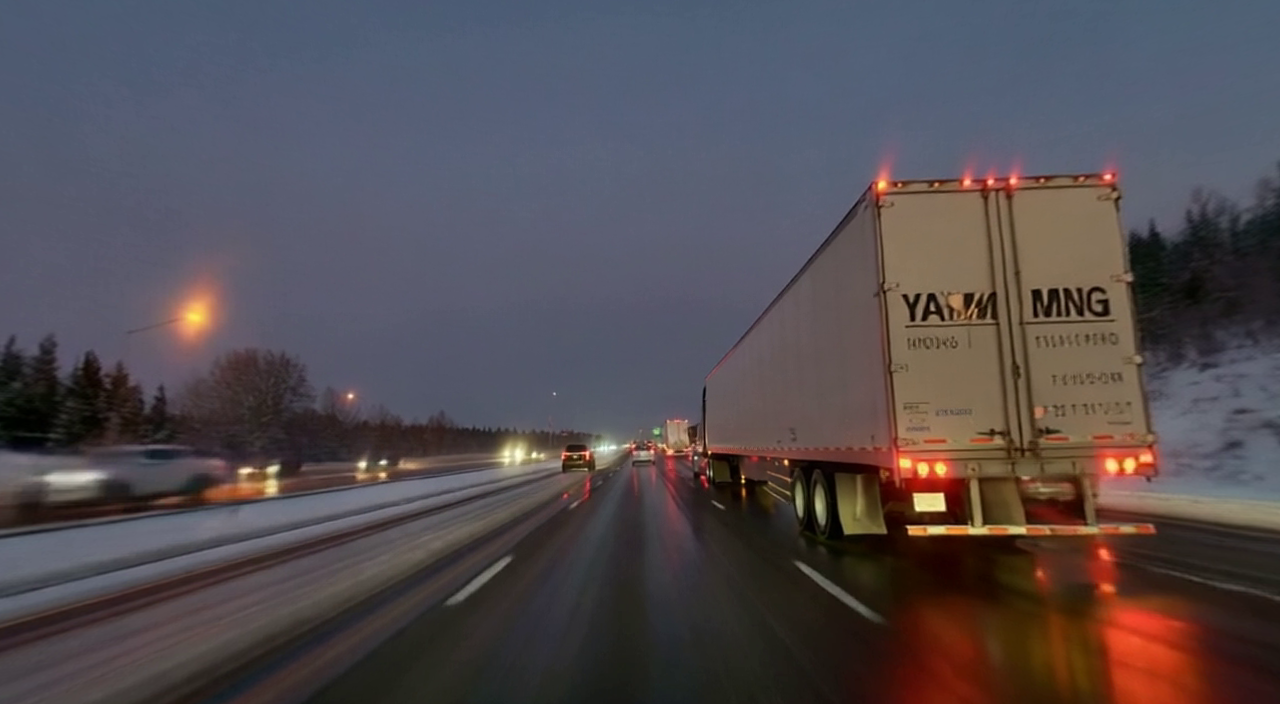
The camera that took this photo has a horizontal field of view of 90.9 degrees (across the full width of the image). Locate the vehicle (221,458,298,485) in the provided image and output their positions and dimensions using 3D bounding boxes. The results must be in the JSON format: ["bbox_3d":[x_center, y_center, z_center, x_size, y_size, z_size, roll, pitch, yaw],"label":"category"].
[{"bbox_3d":[-23.486,7.388,39.146,1.859,1.484,4.695,0,-9,0],"label":"vehicle"}]

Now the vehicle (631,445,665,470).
[{"bbox_3d":[0.466,6.704,40.255,2.063,1.469,4.208,0,-9,0],"label":"vehicle"}]

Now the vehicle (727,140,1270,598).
[{"bbox_3d":[3.906,0.983,11.809,2.821,4.077,12.562,0,-9,0],"label":"vehicle"}]

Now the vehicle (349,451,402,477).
[{"bbox_3d":[-19.154,8.085,45.844,1.897,1.729,4.321,0,-9,1],"label":"vehicle"}]

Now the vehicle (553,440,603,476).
[{"bbox_3d":[-3.097,5.386,32.275,2.058,1.711,4.226,0,-9,1],"label":"vehicle"}]

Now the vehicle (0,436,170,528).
[{"bbox_3d":[-12.836,2.724,13.721,1.957,1.672,4.174,0,-9,0],"label":"vehicle"}]
